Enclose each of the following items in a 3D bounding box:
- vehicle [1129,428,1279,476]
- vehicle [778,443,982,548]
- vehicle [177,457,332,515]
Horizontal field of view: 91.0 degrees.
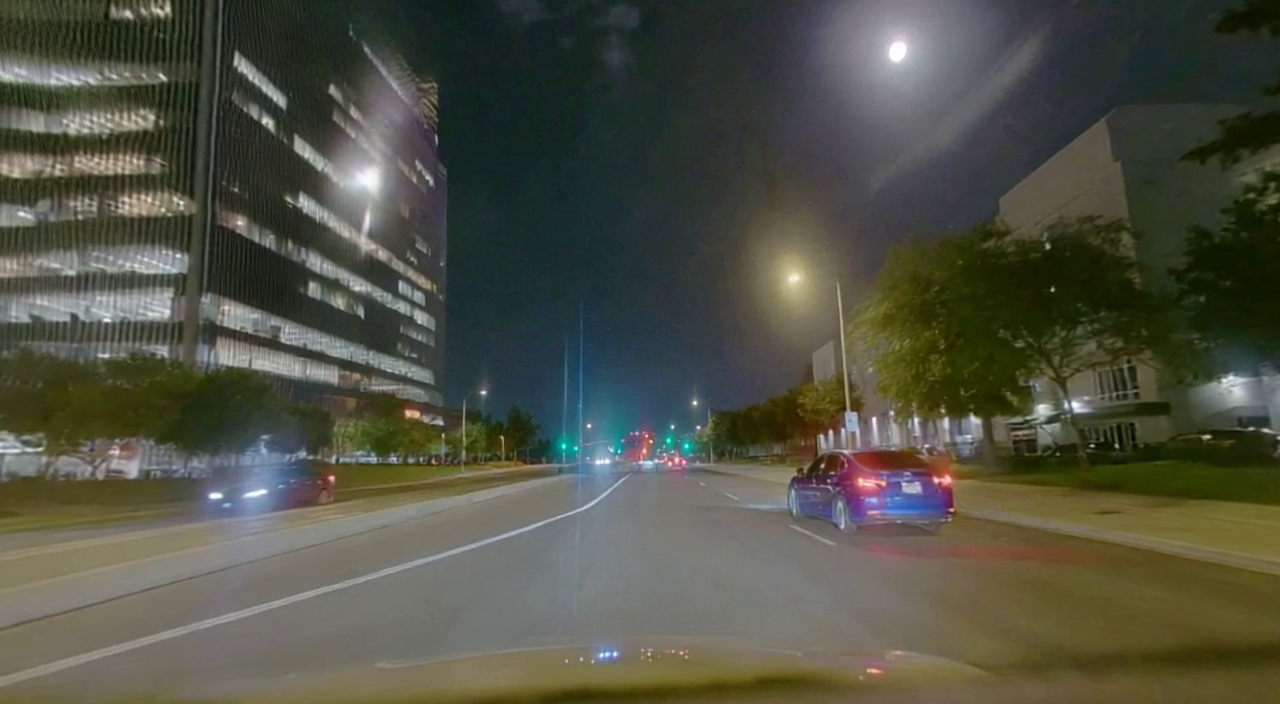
[{"bbox_3d":[21.757,3.762,23.737,4.969,1.697,1.947,0,-9,-2],"label":"vehicle"},{"bbox_3d":[3.944,2.410,11.256,1.993,1.501,4.127,0,-9,0],"label":"vehicle"},{"bbox_3d":[-11.757,4.084,19.628,1.975,1.517,4.373,0,-9,1],"label":"vehicle"}]
